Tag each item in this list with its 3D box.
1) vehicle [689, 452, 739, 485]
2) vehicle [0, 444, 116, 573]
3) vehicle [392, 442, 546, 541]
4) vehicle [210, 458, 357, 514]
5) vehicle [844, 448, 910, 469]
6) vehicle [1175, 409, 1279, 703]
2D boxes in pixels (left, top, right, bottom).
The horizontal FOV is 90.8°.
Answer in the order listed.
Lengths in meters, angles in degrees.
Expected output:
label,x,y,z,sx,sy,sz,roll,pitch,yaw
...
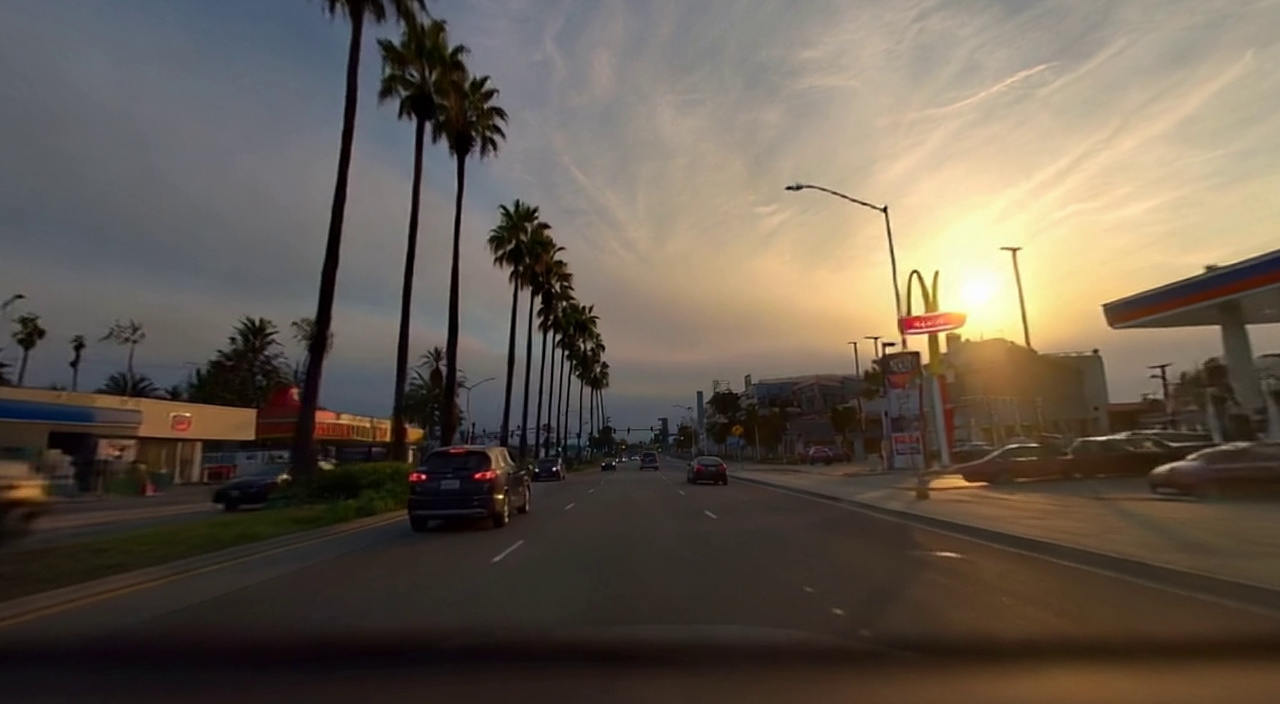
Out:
label,x,y,z,sx,sy,sz,roll,pitch,yaw
vehicle,3.522,5.599,30.623,1.889,1.448,4.262,0,-9,0
vehicle,-10.390,2.185,8.591,2.169,1.853,4.853,-1,-9,3
vehicle,-3.032,2.539,12.175,2.021,1.550,4.090,0,-9,-3
vehicle,-11.406,4.279,20.675,1.940,1.550,4.525,1,-9,3
vehicle,18.131,8.085,48.236,4.750,1.478,1.998,5,-10,-29
vehicle,3.535,0.716,0.839,1.987,1.474,4.198,0,-9,1
